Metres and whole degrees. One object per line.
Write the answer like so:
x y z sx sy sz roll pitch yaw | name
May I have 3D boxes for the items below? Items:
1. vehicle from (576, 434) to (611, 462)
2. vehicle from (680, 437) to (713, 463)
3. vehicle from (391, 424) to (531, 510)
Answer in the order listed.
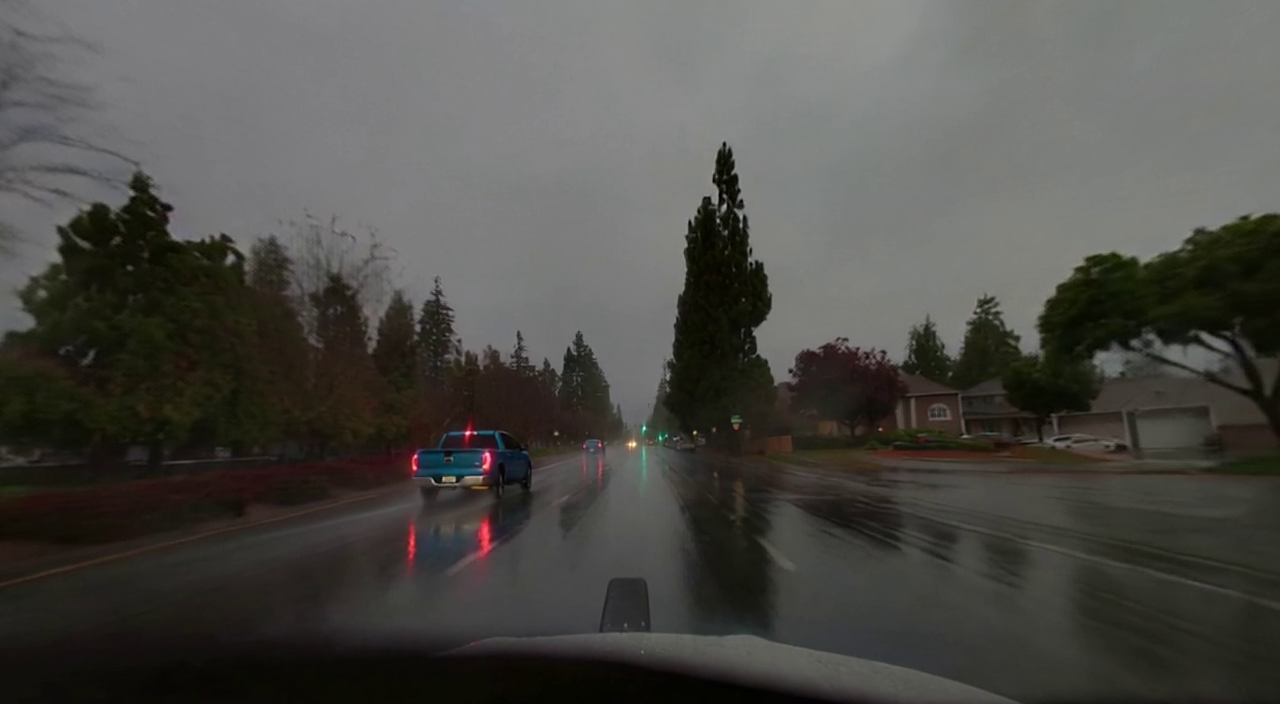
-3.422 7.201 47.178 2.230 1.987 4.385 0 -8 2 | vehicle
4.051 7.145 46.000 2.016 1.736 4.356 0 -8 0 | vehicle
-4.094 2.708 15.360 2.002 1.747 4.728 0 -8 0 | vehicle
